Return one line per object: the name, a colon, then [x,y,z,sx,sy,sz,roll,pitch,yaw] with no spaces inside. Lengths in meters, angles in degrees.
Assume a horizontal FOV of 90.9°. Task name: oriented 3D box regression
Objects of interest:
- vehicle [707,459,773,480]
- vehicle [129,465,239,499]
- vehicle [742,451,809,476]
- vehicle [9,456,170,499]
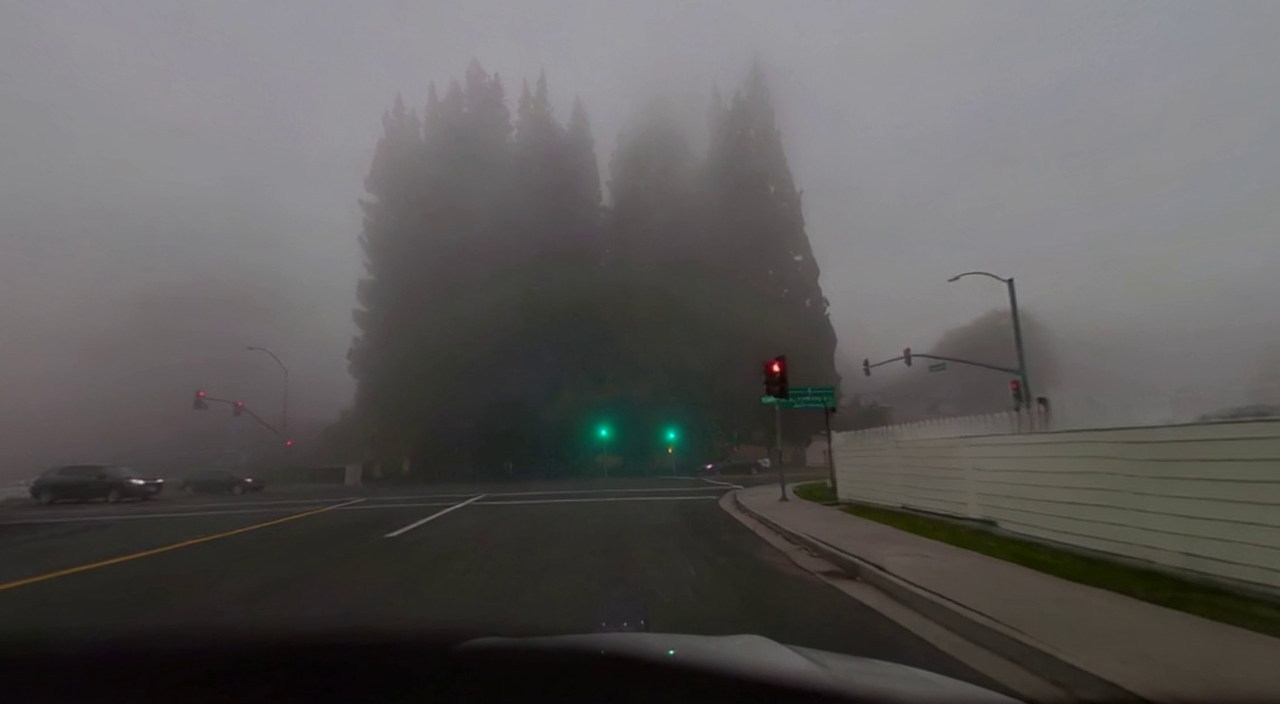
vehicle: [7.453,8.775,47.103,4.510,1.461,1.828,1,-9,-9]
vehicle: [-26.284,7.485,36.442,4.664,1.728,1.959,0,-9,-6]
vehicle: [9.406,7.745,43.824,4.106,1.583,1.806,1,-9,-9]
vehicle: [-25.345,5.779,29.227,5.107,1.749,2.254,0,-9,-6]
